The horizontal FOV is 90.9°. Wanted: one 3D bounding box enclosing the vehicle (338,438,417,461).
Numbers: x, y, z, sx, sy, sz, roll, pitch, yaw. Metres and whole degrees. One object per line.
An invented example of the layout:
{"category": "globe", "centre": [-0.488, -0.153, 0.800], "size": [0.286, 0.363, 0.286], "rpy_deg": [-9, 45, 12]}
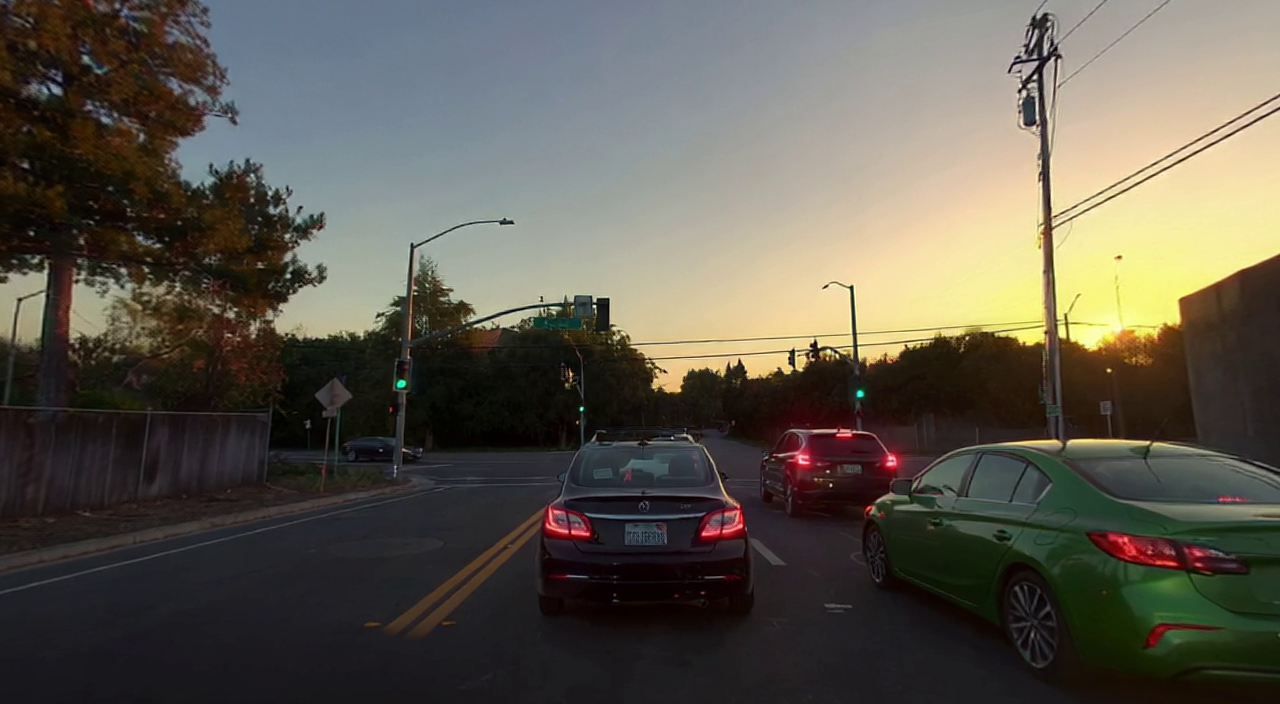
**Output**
{"category": "vehicle", "centre": [-17.242, 6.413, 41.468], "size": [4.406, 1.458, 1.892], "rpy_deg": [-1, -8, 7]}

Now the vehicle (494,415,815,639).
{"category": "vehicle", "centre": [0.067, 1.504, 6.519], "size": [2.170, 1.497, 4.369], "rpy_deg": [0, -8, -1]}

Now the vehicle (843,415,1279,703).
{"category": "vehicle", "centre": [3.090, 1.238, 4.152], "size": [2.027, 1.432, 4.431], "rpy_deg": [0, -8, 0]}
